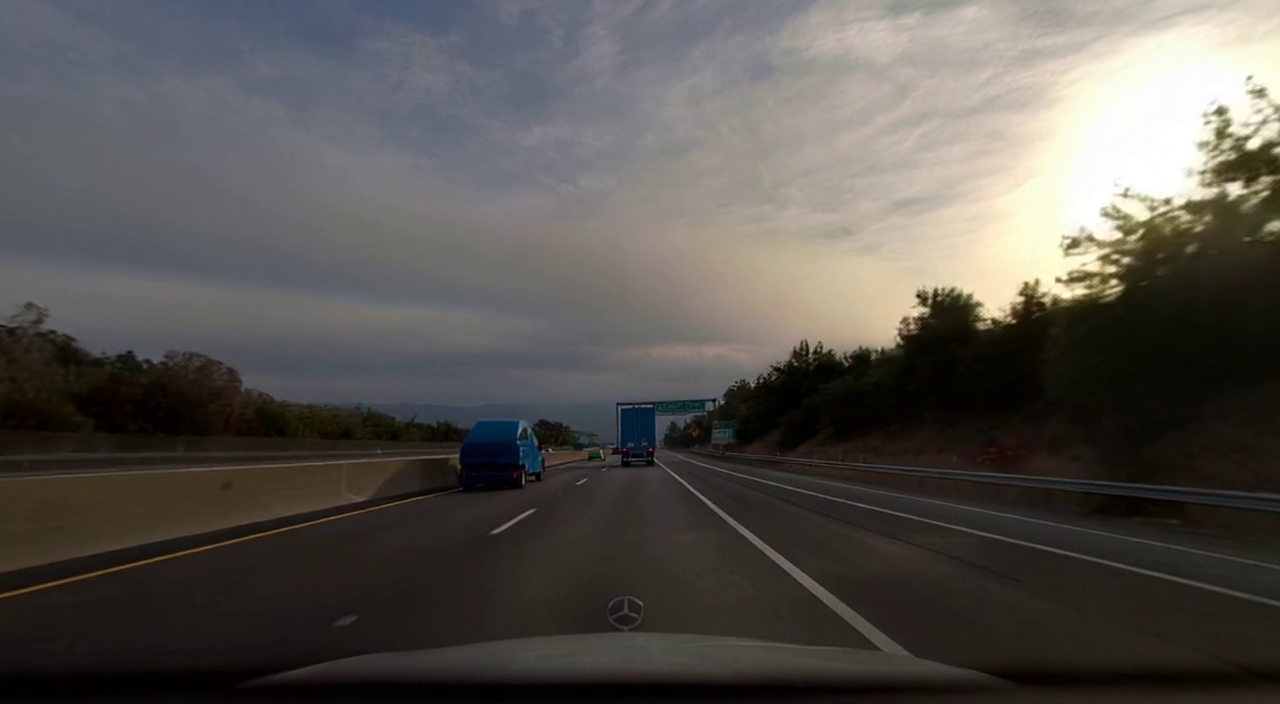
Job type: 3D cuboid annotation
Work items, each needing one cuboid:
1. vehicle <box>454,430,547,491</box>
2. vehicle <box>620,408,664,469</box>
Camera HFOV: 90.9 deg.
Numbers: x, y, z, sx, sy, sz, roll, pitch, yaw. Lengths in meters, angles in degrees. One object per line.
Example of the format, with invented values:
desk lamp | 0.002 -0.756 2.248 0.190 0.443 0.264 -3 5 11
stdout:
vehicle | -4.551 3.618 21.334 2.042 1.815 4.639 0 -9 0
vehicle | 0.137 6.383 46.135 2.899 3.966 10.053 0 -9 0
